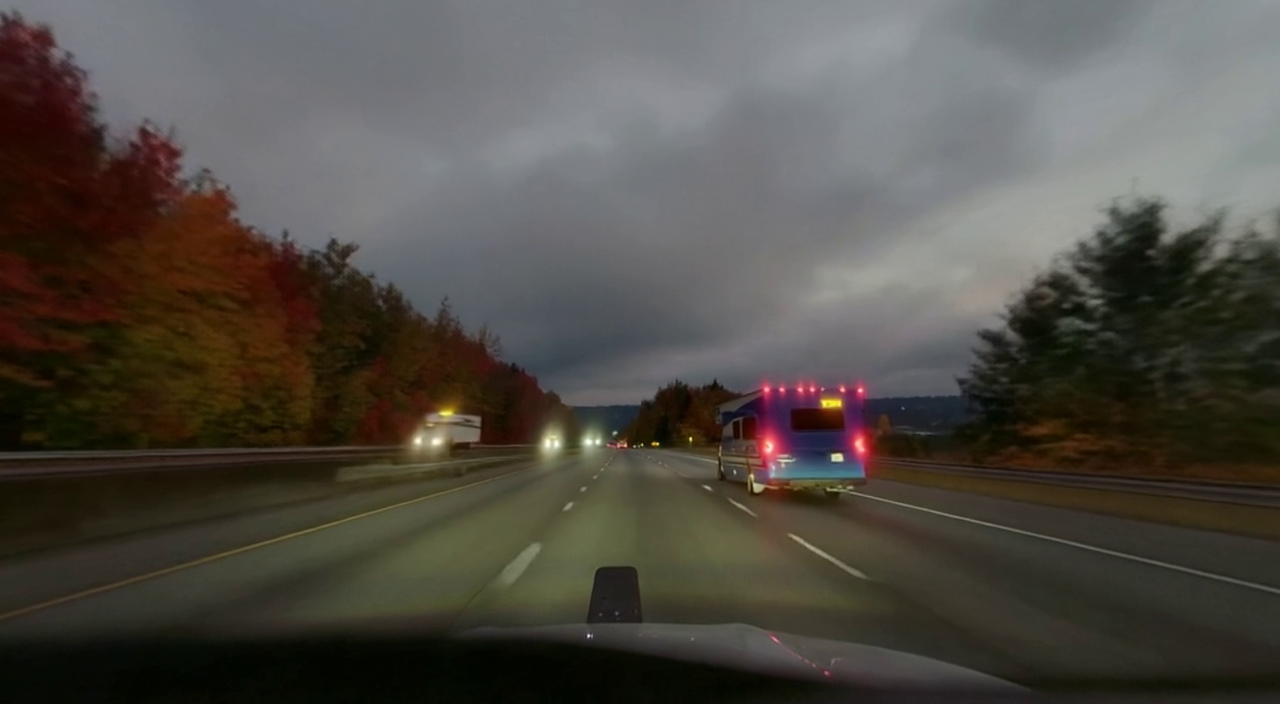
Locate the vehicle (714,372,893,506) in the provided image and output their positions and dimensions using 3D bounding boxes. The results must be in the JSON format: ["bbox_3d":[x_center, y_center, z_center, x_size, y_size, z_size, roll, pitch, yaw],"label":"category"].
[{"bbox_3d":[3.940,2.341,17.178,2.815,2.876,7.101,0,-8,-1],"label":"vehicle"}]
